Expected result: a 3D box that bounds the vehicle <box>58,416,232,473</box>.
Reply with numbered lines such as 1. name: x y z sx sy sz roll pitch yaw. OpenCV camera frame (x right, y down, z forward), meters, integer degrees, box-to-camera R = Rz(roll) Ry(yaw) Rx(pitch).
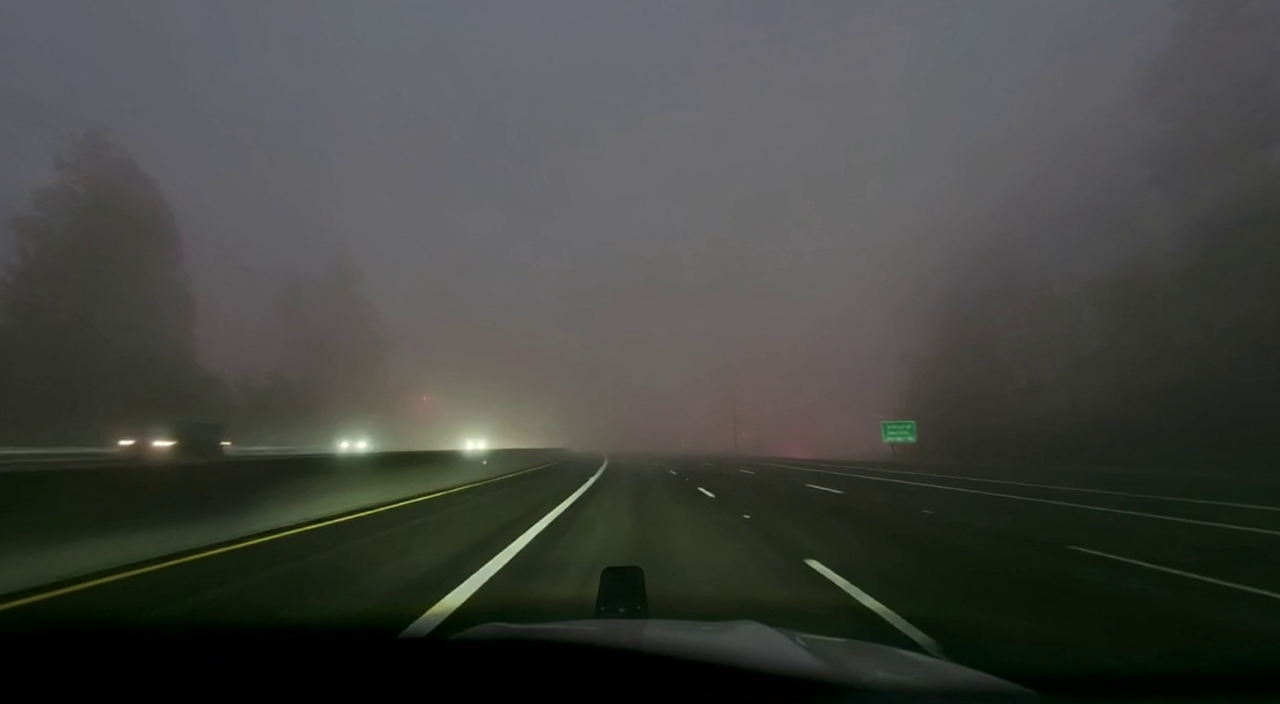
1. vehicle: -17.301 3.303 22.480 2.288 1.800 4.812 0 -8 -1
